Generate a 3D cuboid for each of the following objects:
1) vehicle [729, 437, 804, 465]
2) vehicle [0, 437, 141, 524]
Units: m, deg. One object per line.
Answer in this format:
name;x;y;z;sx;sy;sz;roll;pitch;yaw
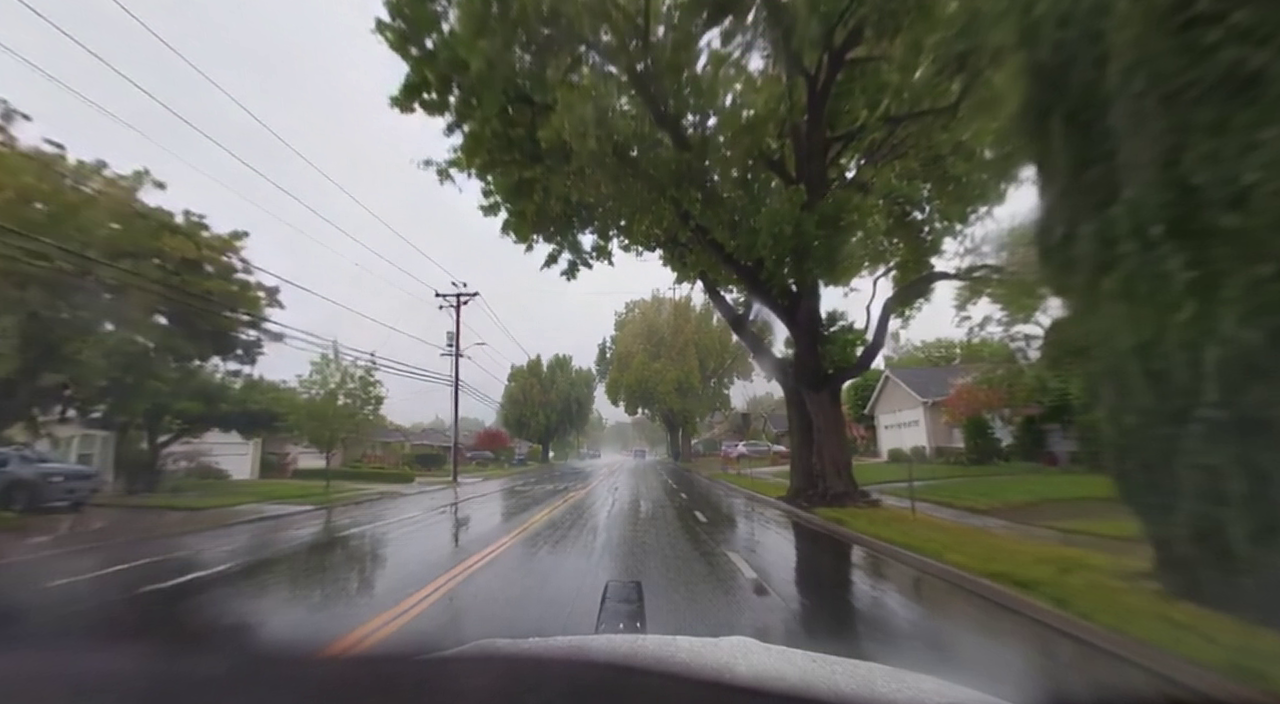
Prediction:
vehicle;8.895;7.021;44.701;4.747;1.942;2.158;0;-9;-1
vehicle;-14.715;2.889;14.428;4.662;1.832;2.063;1;-9;-4
